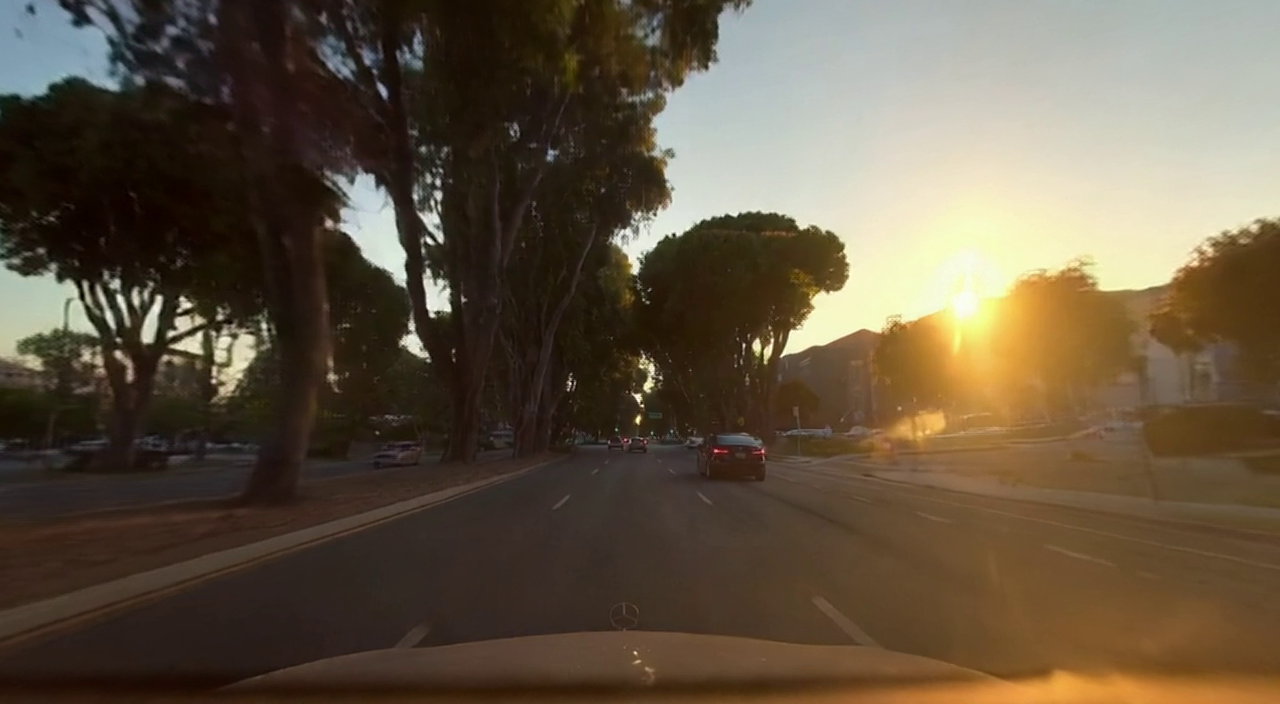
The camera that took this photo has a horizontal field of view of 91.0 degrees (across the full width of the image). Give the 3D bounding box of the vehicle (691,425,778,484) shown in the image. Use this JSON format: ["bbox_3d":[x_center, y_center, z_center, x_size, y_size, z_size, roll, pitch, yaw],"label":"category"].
[{"bbox_3d":[2.862,3.225,20.038,2.022,1.656,4.025,0,-8,-2],"label":"vehicle"}]

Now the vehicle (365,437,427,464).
[{"bbox_3d":[-14.421,5.849,37.418,1.862,1.485,4.611,0,-8,0],"label":"vehicle"}]
